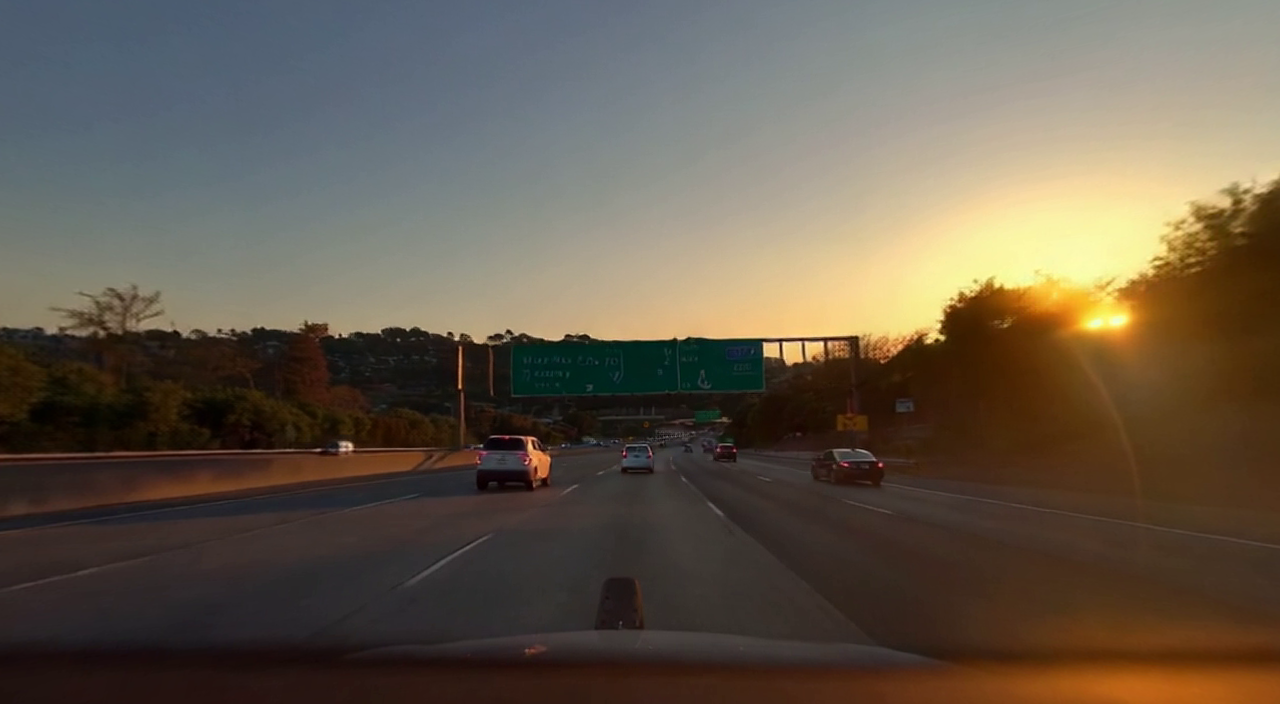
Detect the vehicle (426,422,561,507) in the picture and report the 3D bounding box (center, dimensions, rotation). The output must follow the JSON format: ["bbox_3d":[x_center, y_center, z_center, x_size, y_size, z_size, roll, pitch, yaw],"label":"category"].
[{"bbox_3d":[-3.340,2.700,15.401,2.142,1.759,4.297,0,-9,2],"label":"vehicle"}]

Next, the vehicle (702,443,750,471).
[{"bbox_3d":[4.655,5.747,34.641,2.005,1.456,4.287,0,-9,0],"label":"vehicle"}]

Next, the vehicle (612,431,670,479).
[{"bbox_3d":[0.061,4.400,27.146,2.270,1.862,4.949,0,-9,1],"label":"vehicle"}]

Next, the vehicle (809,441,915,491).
[{"bbox_3d":[7.264,3.766,21.139,1.936,1.480,4.373,0,-9,0],"label":"vehicle"}]
